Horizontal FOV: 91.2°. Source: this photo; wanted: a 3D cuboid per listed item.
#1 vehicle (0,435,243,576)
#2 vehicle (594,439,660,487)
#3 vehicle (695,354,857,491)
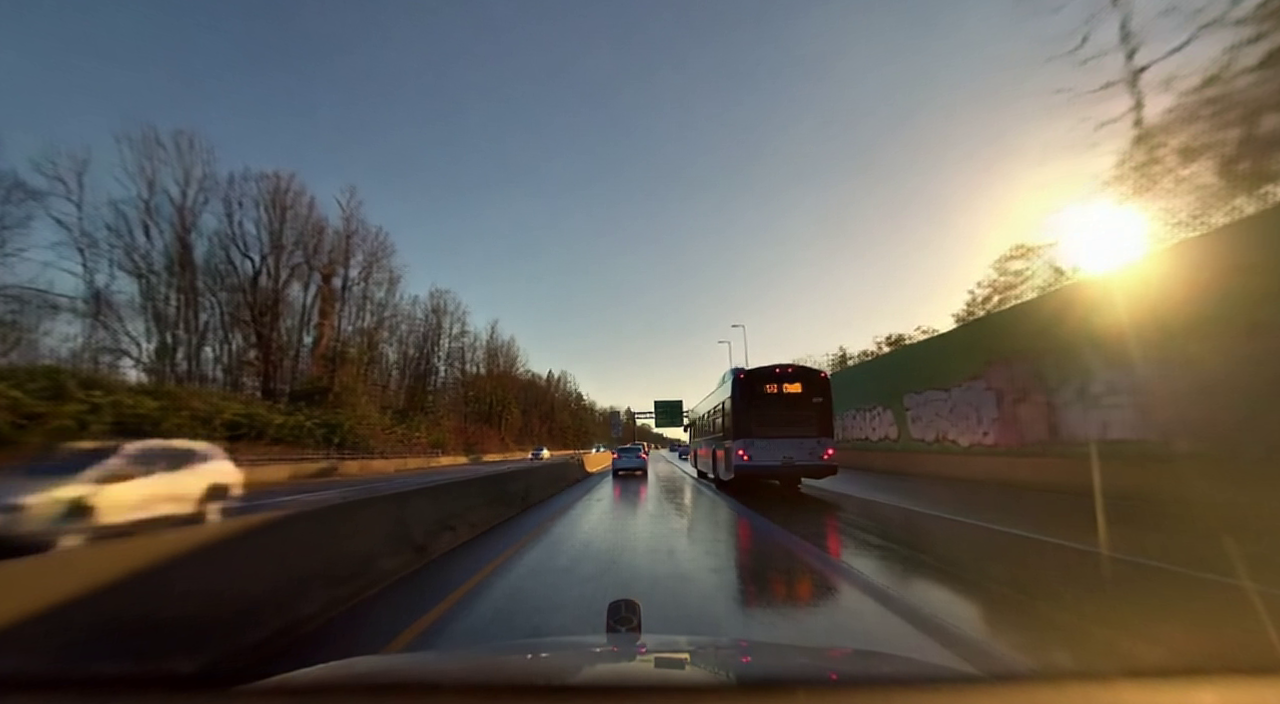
[{"bbox_3d":[-8.557,2.162,9.577,2.064,1.648,4.371,-1,-9,0],"label":"vehicle"},{"bbox_3d":[-0.384,3.983,22.736,2.160,1.532,4.073,-1,-9,1],"label":"vehicle"},{"bbox_3d":[4.010,2.753,22.283,3.055,3.479,12.521,-1,-9,1],"label":"vehicle"}]
